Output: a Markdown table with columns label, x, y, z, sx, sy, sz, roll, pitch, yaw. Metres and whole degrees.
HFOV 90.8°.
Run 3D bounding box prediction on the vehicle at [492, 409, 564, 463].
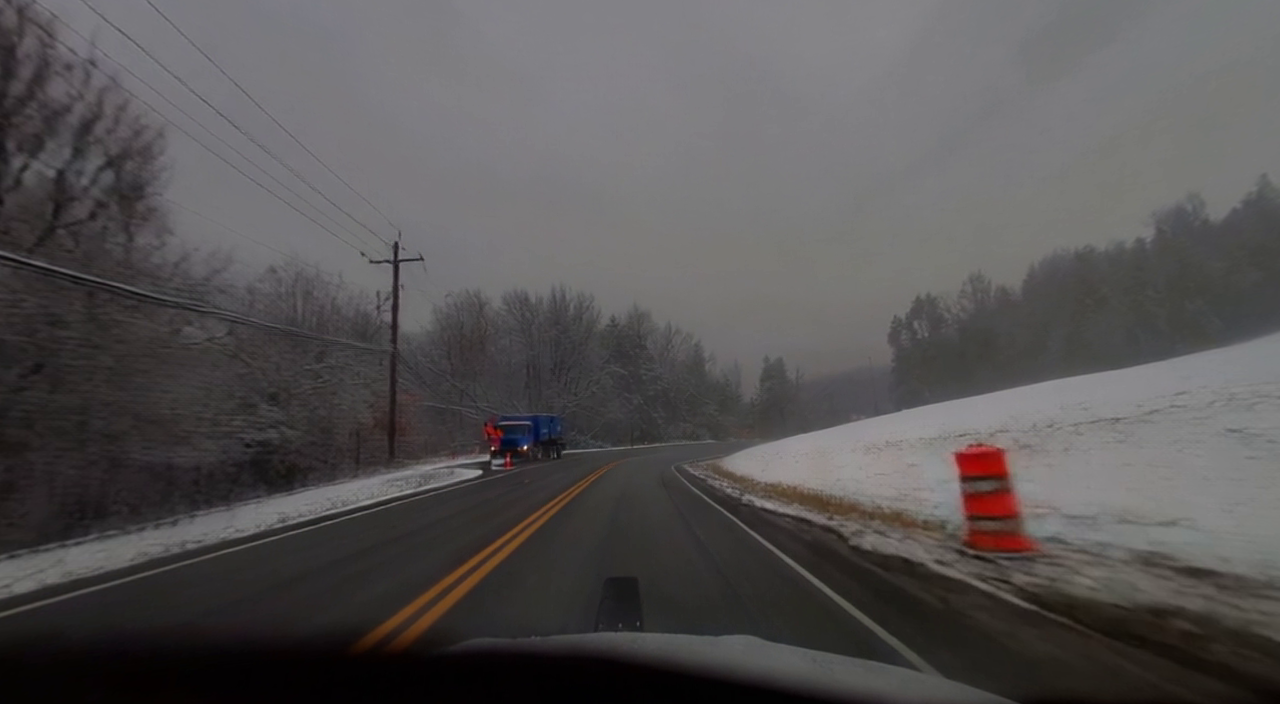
| label | x | y | z | sx | sy | sz | roll | pitch | yaw |
| --- | --- | --- | --- | --- | --- | --- | --- | --- | --- |
| vehicle | -7.319 | 5.662 | 42.217 | 3.031 | 3.185 | 7.053 | -3 | -9 | 4 |
